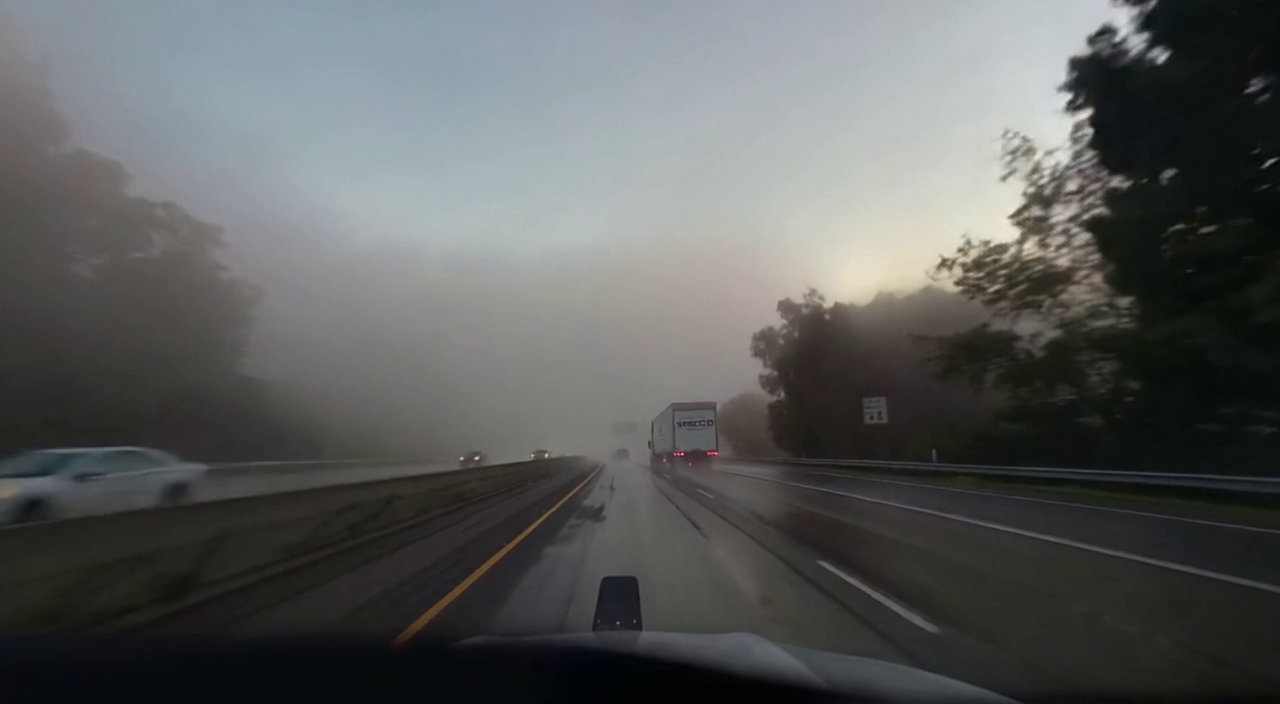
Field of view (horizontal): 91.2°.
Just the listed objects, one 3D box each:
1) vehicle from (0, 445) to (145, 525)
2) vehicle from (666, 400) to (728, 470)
[{"bbox_3d":[-13.444,2.850,13.858,1.813,1.545,3.874,0,-9,-1],"label":"vehicle"},{"bbox_3d":[3.402,5.308,39.677,2.892,3.928,8.380,0,-9,-2],"label":"vehicle"}]
